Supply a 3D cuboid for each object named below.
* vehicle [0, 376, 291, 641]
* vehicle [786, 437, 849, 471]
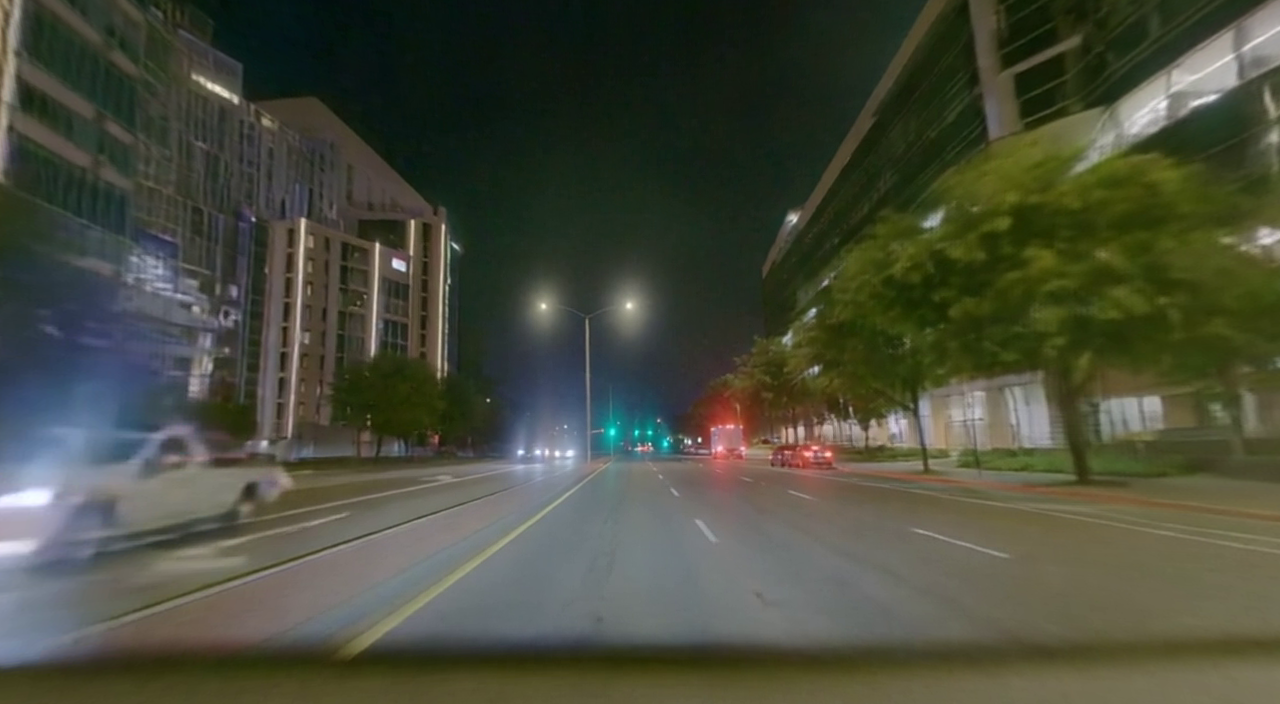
[{"bbox_3d":[-5.434,1.278,5.702,2.098,1.789,4.338,0,-8,-1],"label":"vehicle"},{"bbox_3d":[10.110,5.841,36.388,2.043,1.761,5.022,0,-8,-1],"label":"vehicle"}]
